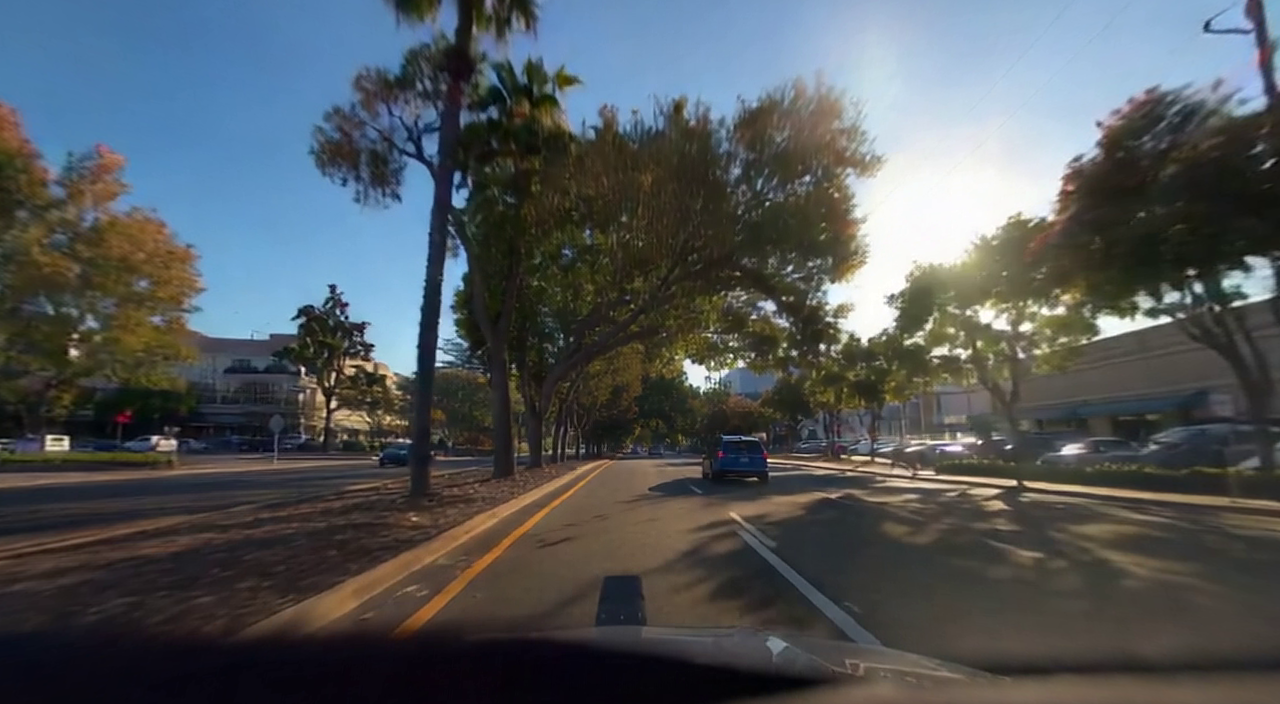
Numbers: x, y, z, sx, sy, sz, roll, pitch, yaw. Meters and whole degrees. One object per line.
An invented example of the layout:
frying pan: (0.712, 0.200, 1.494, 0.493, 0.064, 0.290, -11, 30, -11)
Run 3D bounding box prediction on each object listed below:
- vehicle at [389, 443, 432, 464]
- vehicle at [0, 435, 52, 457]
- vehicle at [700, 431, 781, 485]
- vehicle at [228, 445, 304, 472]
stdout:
vehicle: (-17.871, 7.911, 49.389, 1.764, 1.476, 4.349, 0, -8, 0)
vehicle: (-44.159, 6.575, 44.086, 4.211, 1.491, 2.000, 0, -8, 0)
vehicle: (3.432, 3.719, 22.418, 2.072, 1.696, 4.177, 1, -8, -2)
vehicle: (-22.091, 6.293, 37.540, 1.813, 1.484, 4.374, 0, -8, 1)
